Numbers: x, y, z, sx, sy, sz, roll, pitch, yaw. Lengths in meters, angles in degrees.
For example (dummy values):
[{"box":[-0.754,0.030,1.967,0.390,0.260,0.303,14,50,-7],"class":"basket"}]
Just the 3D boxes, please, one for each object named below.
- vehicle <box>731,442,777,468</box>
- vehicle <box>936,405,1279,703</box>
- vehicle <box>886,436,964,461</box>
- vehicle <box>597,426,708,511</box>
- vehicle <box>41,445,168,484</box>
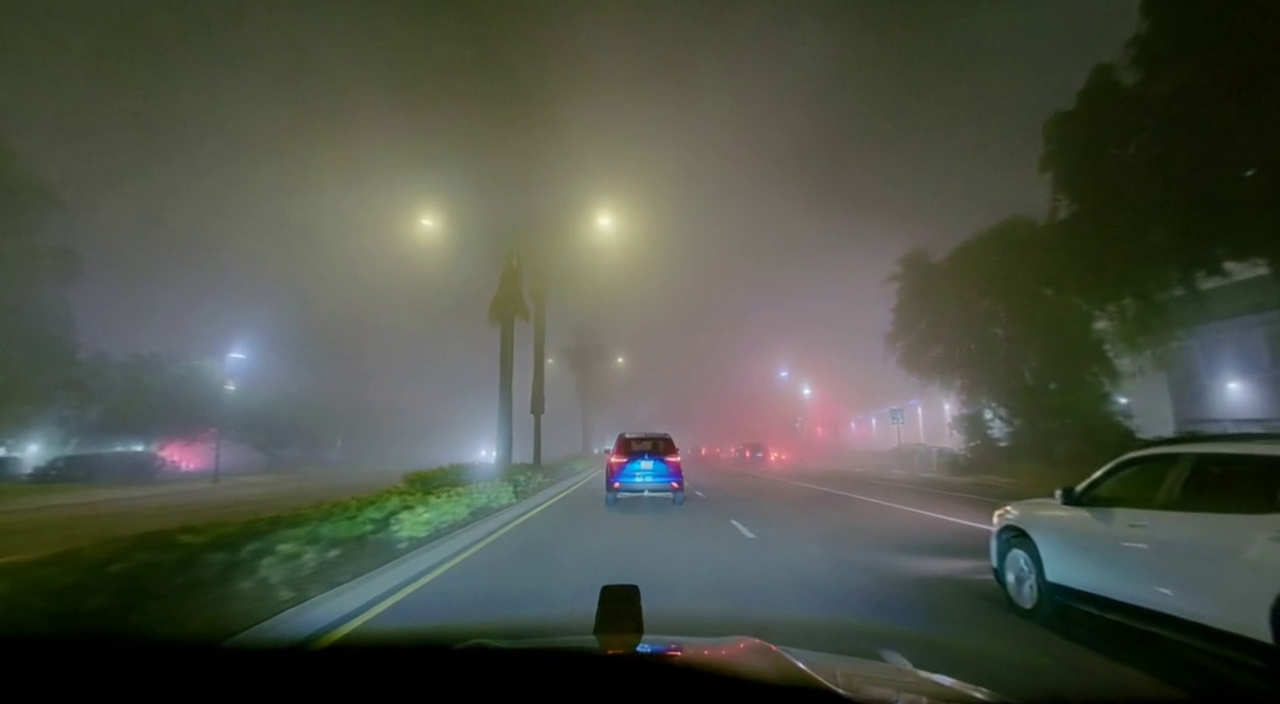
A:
[{"box":[6.993,6.360,39.236,1.930,1.457,4.267,0,-8,-2],"class":"vehicle"},{"box":[3.880,1.128,3.847,1.941,1.472,4.570,0,-8,0],"class":"vehicle"},{"box":[19.414,6.596,43.149,4.392,1.628,1.982,0,-8,-2],"class":"vehicle"},{"box":[0.212,2.669,14.978,2.239,1.693,4.301,0,-8,-1],"class":"vehicle"},{"box":[-26.170,5.503,31.159,1.975,1.722,4.761,0,-9,2],"class":"vehicle"}]
